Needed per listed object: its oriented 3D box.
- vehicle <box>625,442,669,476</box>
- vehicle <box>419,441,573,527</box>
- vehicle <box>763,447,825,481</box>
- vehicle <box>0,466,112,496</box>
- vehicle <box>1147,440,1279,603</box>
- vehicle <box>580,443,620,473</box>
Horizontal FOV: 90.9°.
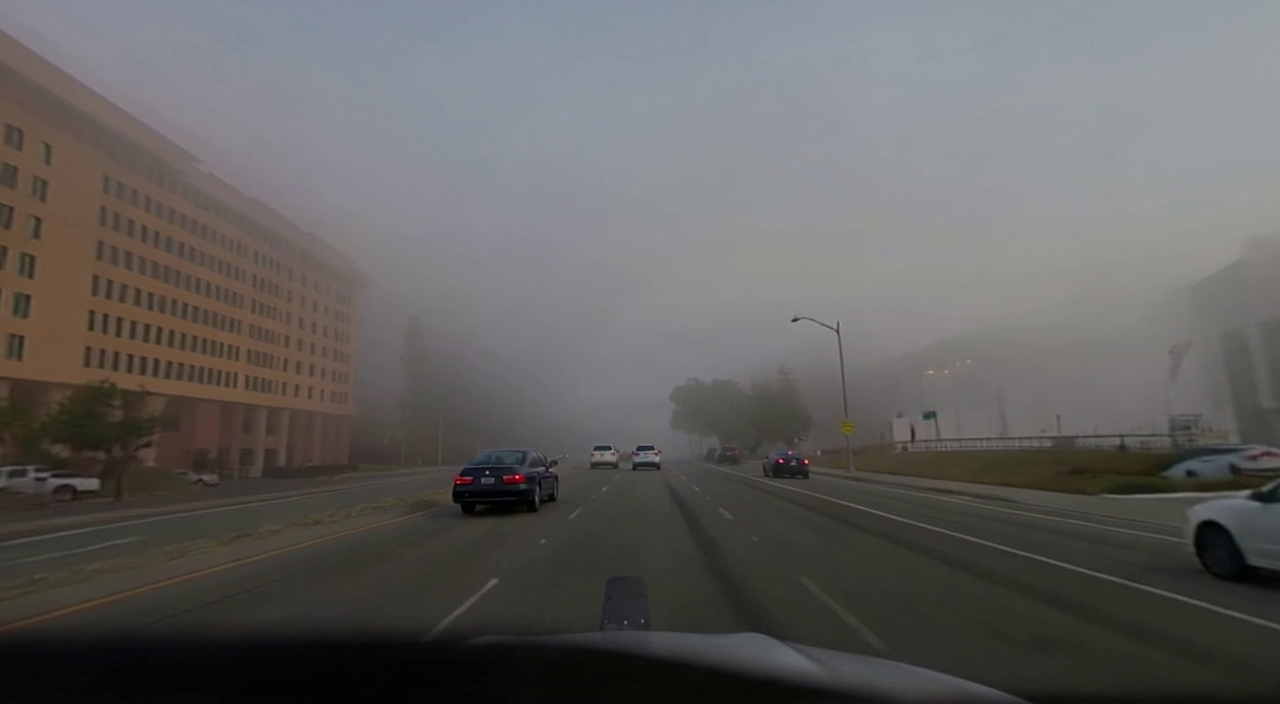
[{"bbox_3d":[0.425,6.021,35.724,2.304,1.795,4.526,0,-9,1],"label":"vehicle"},{"bbox_3d":[-2.766,2.660,13.321,2.095,1.486,4.411,0,-9,1],"label":"vehicle"},{"bbox_3d":[7.189,5.233,29.796,1.884,1.458,4.245,0,-9,1],"label":"vehicle"},{"bbox_3d":[-34.100,7.497,36.812,4.652,1.472,1.932,5,-10,-32],"label":"vehicle"},{"bbox_3d":[6.710,1.391,4.804,1.865,1.458,4.605,0,-9,1],"label":"vehicle"},{"bbox_3d":[-2.502,6.835,40.684,2.117,1.799,4.442,0,-9,2],"label":"vehicle"}]
